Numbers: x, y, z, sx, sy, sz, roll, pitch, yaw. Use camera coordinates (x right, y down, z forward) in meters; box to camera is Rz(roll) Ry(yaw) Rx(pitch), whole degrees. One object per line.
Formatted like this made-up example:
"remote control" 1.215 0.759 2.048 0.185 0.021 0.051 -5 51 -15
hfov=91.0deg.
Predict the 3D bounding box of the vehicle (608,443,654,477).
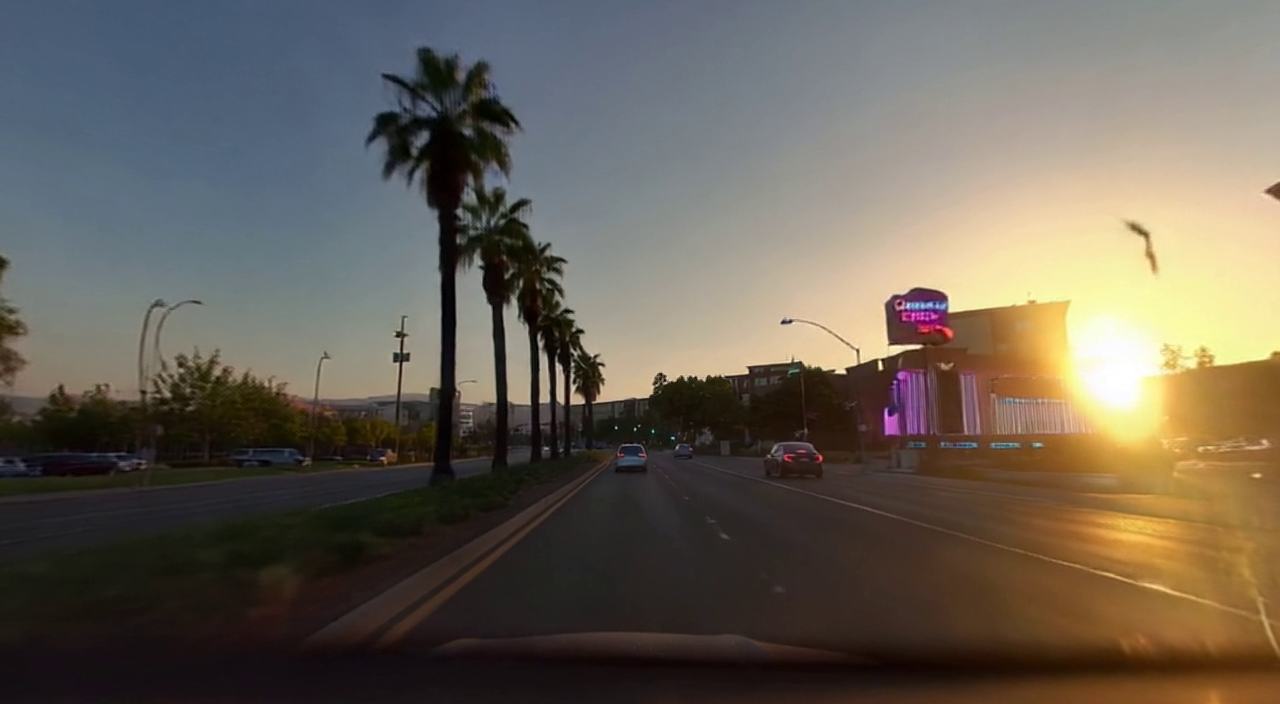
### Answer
"vehicle" -0.381 4.841 28.531 1.970 1.402 3.756 0 -8 0

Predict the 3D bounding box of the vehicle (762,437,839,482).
"vehicle" 6.304 4.247 25.220 1.949 1.647 3.894 0 -8 -2
